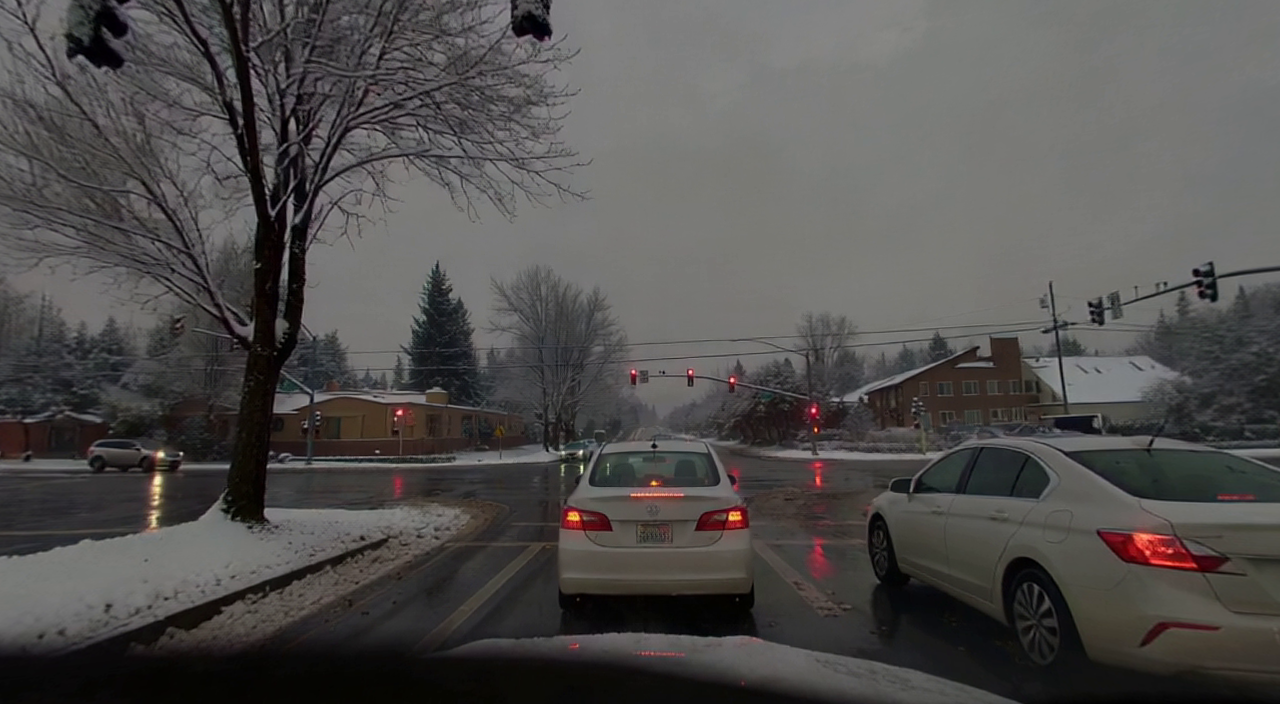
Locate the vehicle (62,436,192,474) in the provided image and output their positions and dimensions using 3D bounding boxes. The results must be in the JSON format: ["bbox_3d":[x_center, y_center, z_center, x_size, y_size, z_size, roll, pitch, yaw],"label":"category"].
[{"bbox_3d":[-24.287,4.869,29.982,4.450,1.684,1.894,0,-8,0],"label":"vehicle"}]

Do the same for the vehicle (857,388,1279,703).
[{"bbox_3d":[3.168,1.122,3.897,1.931,1.493,4.555,0,-8,-1],"label":"vehicle"}]

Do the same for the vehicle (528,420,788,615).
[{"bbox_3d":[0.100,1.565,6.877,2.017,1.485,3.813,0,-8,-1],"label":"vehicle"}]
